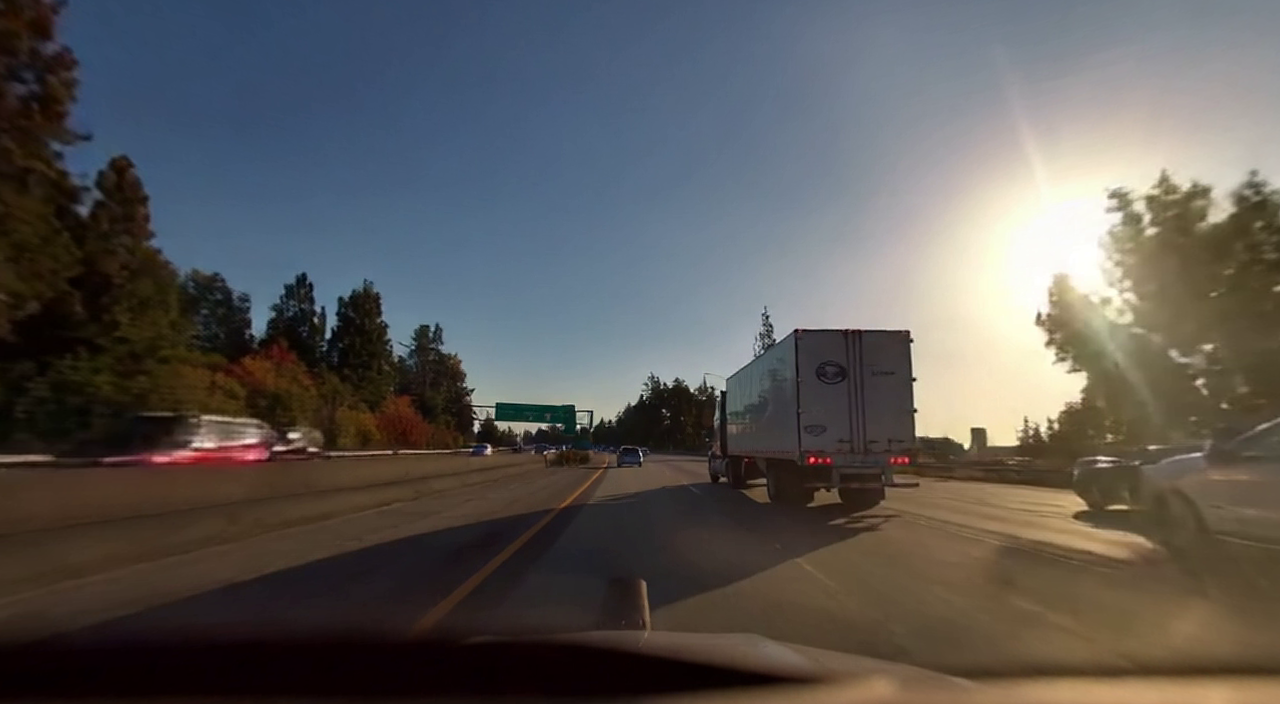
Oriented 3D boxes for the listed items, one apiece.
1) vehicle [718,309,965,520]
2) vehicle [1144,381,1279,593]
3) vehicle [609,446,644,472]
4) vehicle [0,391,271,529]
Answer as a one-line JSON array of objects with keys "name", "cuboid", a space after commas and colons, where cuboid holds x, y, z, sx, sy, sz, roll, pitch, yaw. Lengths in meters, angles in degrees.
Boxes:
[{"name": "vehicle", "cuboid": [4.672, 2.227, 19.025, 2.890, 4.006, 14.039, 0, -9, 0]}, {"name": "vehicle", "cuboid": [6.764, 1.024, 4.498, 2.128, 1.872, 5.043, 0, -9, 0]}, {"name": "vehicle", "cuboid": [-0.831, 6.799, 40.197, 2.111, 1.599, 3.859, 0, -9, -1]}, {"name": "vehicle", "cuboid": [-7.873, 1.560, 9.369, 1.839, 1.512, 4.771, 0, -9, 1]}]
